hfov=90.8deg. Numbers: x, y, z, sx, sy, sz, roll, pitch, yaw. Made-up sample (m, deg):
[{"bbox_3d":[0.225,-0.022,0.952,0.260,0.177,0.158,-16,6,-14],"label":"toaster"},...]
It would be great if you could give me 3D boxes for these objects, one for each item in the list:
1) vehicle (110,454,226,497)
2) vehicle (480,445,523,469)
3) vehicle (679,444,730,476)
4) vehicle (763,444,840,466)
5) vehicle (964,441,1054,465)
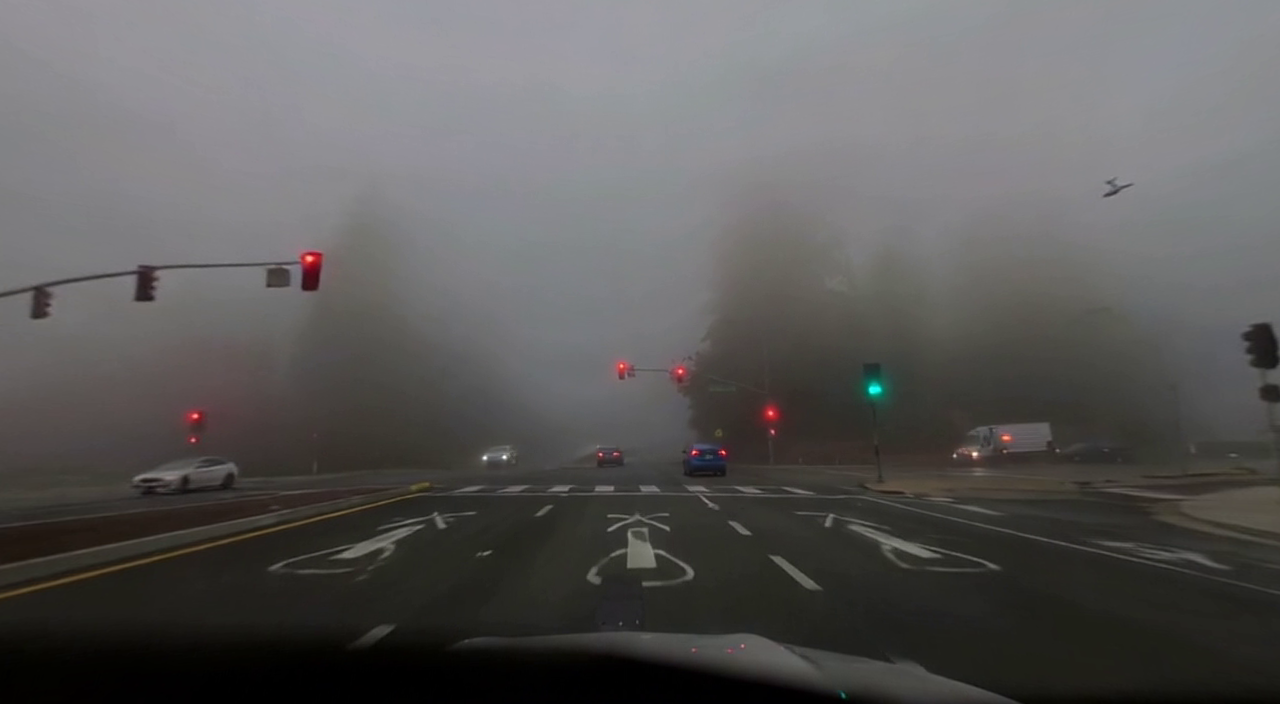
[{"bbox_3d":[-21.371,5.581,28.879,1.913,1.700,4.359,0,-8,0],"label":"vehicle"},{"bbox_3d":[-10.124,7.689,46.555,2.089,1.712,4.638,0,-8,1],"label":"vehicle"},{"bbox_3d":[3.208,5.476,32.278,2.068,1.497,4.247,0,-8,-1],"label":"vehicle"},{"bbox_3d":[11.995,7.660,47.155,5.209,1.574,2.008,-8,-11,42],"label":"vehicle"},{"bbox_3d":[24.057,6.584,41.353,4.580,1.494,2.029,0,-8,3],"label":"vehicle"}]
